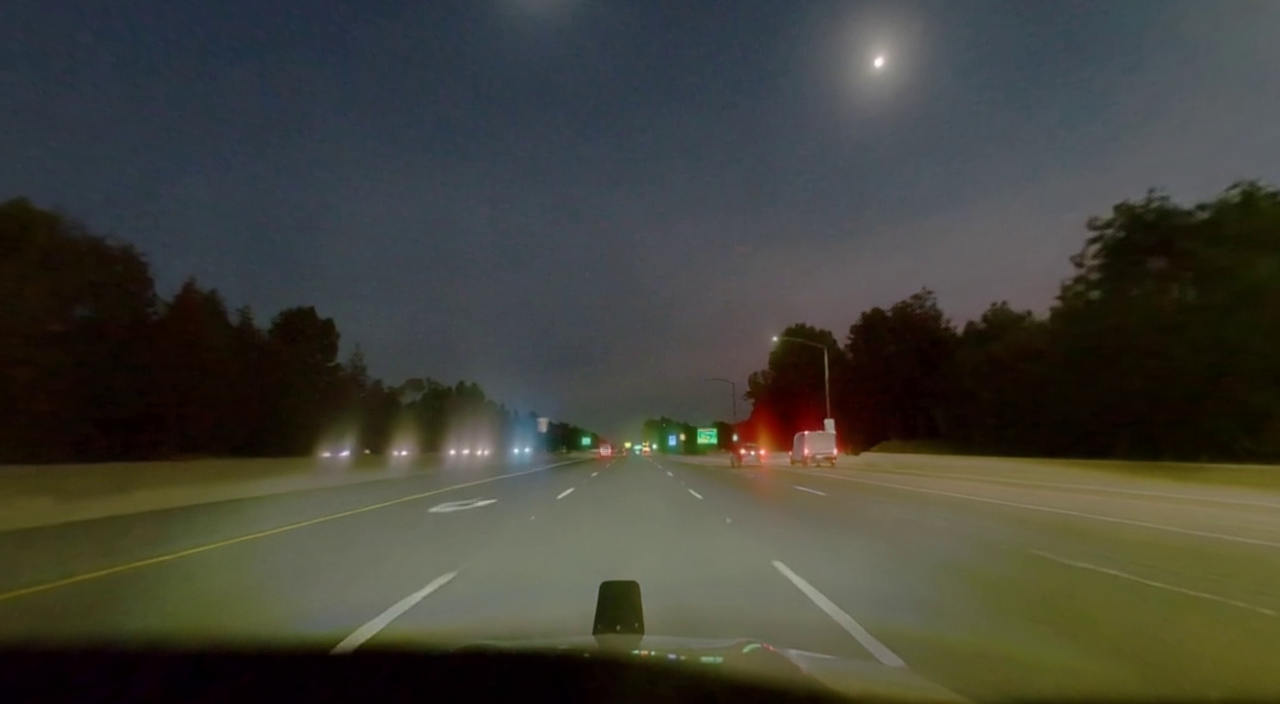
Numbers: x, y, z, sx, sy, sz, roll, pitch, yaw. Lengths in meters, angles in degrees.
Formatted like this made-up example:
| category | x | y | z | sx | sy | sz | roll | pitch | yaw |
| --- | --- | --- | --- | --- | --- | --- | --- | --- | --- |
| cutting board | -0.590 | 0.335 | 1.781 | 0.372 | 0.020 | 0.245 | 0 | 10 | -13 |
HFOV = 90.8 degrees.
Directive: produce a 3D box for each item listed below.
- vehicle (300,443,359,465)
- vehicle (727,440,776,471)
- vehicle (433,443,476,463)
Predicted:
| category | x | y | z | sx | sy | sz | roll | pitch | yaw |
| --- | --- | --- | --- | --- | --- | --- | --- | --- | --- |
| vehicle | -21.776 | 7.182 | 44.483 | 1.876 | 1.465 | 4.509 | 0 | -9 | 0 |
| vehicle | 6.566 | 6.140 | 37.549 | 2.081 | 1.705 | 3.926 | 0 | -9 | -1 |
| vehicle | -14.508 | 7.897 | 49.588 | 1.983 | 1.483 | 4.554 | 0 | -9 | 0 |
